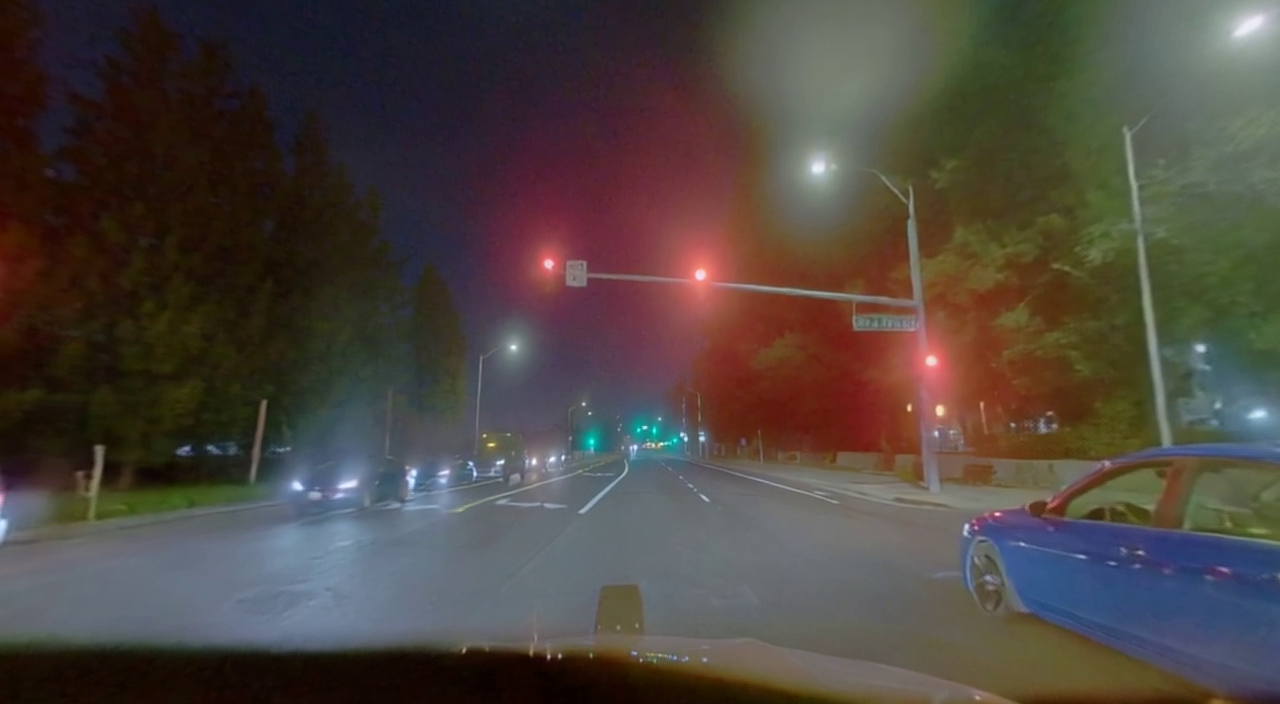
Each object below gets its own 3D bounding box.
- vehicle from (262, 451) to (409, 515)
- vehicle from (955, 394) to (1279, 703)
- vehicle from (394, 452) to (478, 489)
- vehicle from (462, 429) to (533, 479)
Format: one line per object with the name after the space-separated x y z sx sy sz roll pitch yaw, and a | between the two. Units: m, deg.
-8.211 3.538 17.629 1.906 1.468 4.686 0 -8 -2 | vehicle
3.967 1.058 3.365 2.129 1.581 4.780 0 -8 0 | vehicle
-8.933 5.223 28.167 2.190 1.455 4.516 0 -8 1 | vehicle
-8.479 6.154 38.442 2.617 2.736 6.621 0 -8 1 | vehicle
